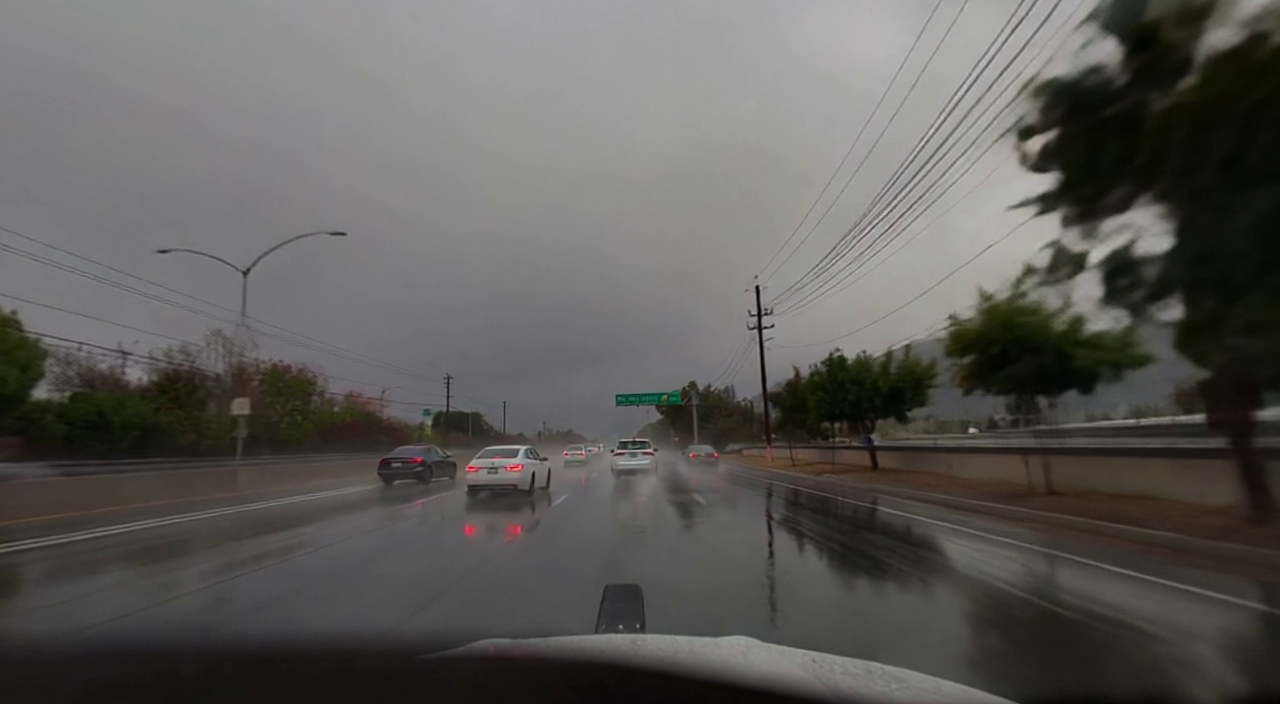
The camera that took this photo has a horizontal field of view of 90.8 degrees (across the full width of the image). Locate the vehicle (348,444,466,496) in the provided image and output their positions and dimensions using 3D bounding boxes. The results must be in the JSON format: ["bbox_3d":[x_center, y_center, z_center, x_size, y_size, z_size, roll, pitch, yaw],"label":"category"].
[{"bbox_3d":[-7.185,3.659,20.098,1.959,1.435,4.719,0,-8,0],"label":"vehicle"}]

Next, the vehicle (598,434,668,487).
[{"bbox_3d":[-0.256,3.876,22.906,2.284,1.699,4.168,0,-8,-1],"label":"vehicle"}]

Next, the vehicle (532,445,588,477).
[{"bbox_3d":[-3.852,5.305,31.176,2.203,1.425,4.610,0,-8,0],"label":"vehicle"}]

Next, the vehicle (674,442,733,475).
[{"bbox_3d":[2.965,5.055,30.356,2.197,1.464,4.356,0,-8,-2],"label":"vehicle"}]

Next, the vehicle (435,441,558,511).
[{"bbox_3d":[-3.305,2.937,15.534,1.958,1.447,4.454,0,-8,0],"label":"vehicle"}]
